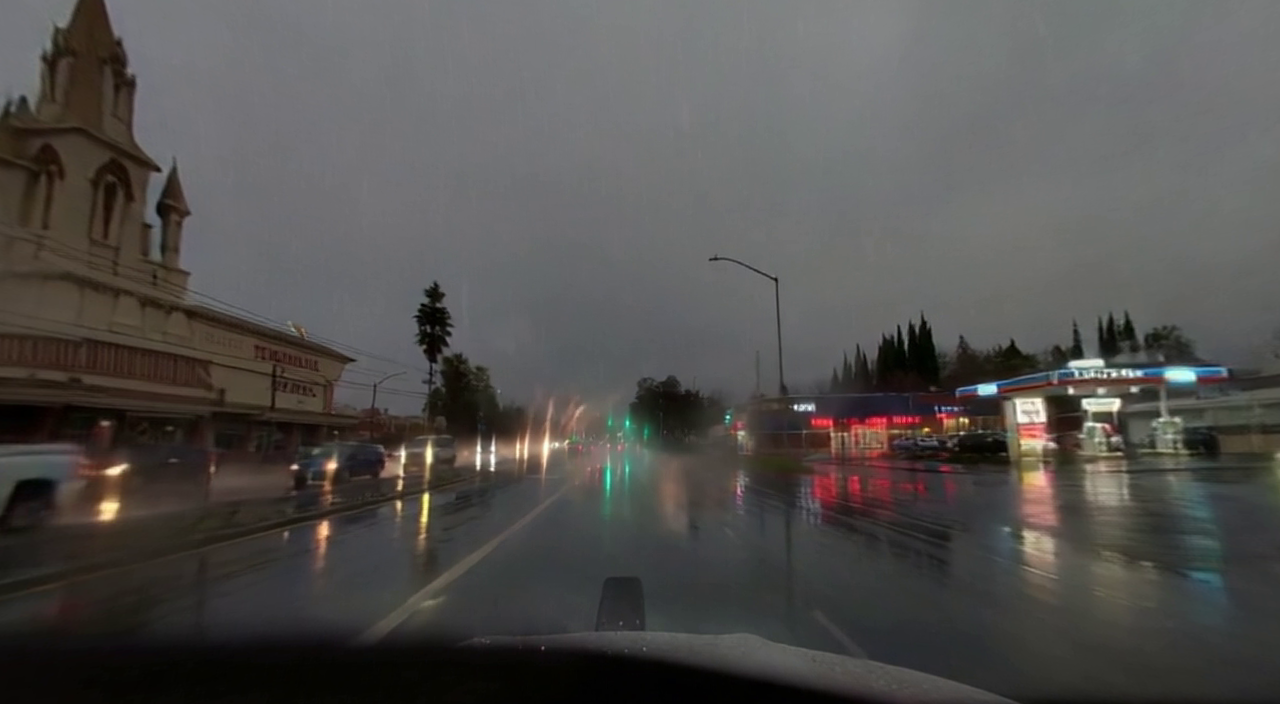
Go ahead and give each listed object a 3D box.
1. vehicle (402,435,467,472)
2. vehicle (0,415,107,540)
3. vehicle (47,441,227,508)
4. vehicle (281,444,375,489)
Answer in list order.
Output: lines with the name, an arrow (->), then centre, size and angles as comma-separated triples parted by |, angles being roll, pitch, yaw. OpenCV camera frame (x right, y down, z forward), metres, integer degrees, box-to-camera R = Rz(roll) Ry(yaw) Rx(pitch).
vehicle -> -11.885, 5.891, 36.931 | 2.229, 1.957, 5.057 | 0, -8, -2
vehicle -> -11.064, 1.928, 9.290 | 2.206, 1.922, 4.968 | -3, -8, -1
vehicle -> -14.909, 3.625, 19.128 | 2.086, 1.702, 4.206 | -2, -9, -2
vehicle -> -11.351, 4.160, 23.246 | 1.771, 1.508, 3.453 | 0, -8, -2
